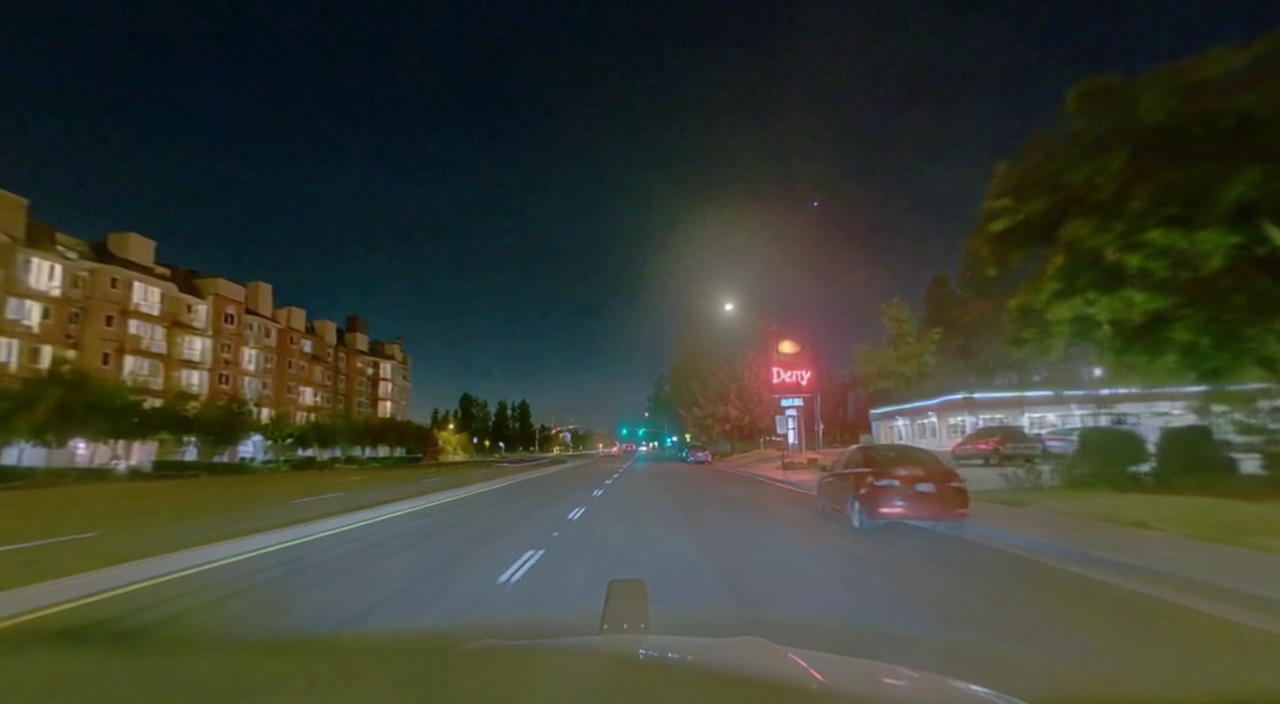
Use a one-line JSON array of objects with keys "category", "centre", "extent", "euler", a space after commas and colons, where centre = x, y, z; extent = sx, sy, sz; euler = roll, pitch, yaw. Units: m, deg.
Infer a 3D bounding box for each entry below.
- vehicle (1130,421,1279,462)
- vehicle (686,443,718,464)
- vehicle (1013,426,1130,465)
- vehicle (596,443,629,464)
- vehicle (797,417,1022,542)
[{"category": "vehicle", "centre": [23.088, 3.702, 26.044], "extent": [1.940, 1.510, 4.595], "euler": [0, -8, 0]}, {"category": "vehicle", "centre": [4.853, 7.980, 49.738], "extent": [2.085, 1.509, 5.134], "euler": [0, -8, 1]}, {"category": "vehicle", "centre": [17.767, 3.890, 26.222], "extent": [1.953, 1.488, 4.129], "euler": [0, -8, 1]}, {"category": "vehicle", "centre": [-2.069, 7.812, 48.635], "extent": [2.176, 1.543, 4.335], "euler": [0, -8, 2]}, {"category": "vehicle", "centre": [4.408, 2.159, 11.320], "extent": [2.067, 1.755, 4.616], "euler": [0, -8, 1]}]
